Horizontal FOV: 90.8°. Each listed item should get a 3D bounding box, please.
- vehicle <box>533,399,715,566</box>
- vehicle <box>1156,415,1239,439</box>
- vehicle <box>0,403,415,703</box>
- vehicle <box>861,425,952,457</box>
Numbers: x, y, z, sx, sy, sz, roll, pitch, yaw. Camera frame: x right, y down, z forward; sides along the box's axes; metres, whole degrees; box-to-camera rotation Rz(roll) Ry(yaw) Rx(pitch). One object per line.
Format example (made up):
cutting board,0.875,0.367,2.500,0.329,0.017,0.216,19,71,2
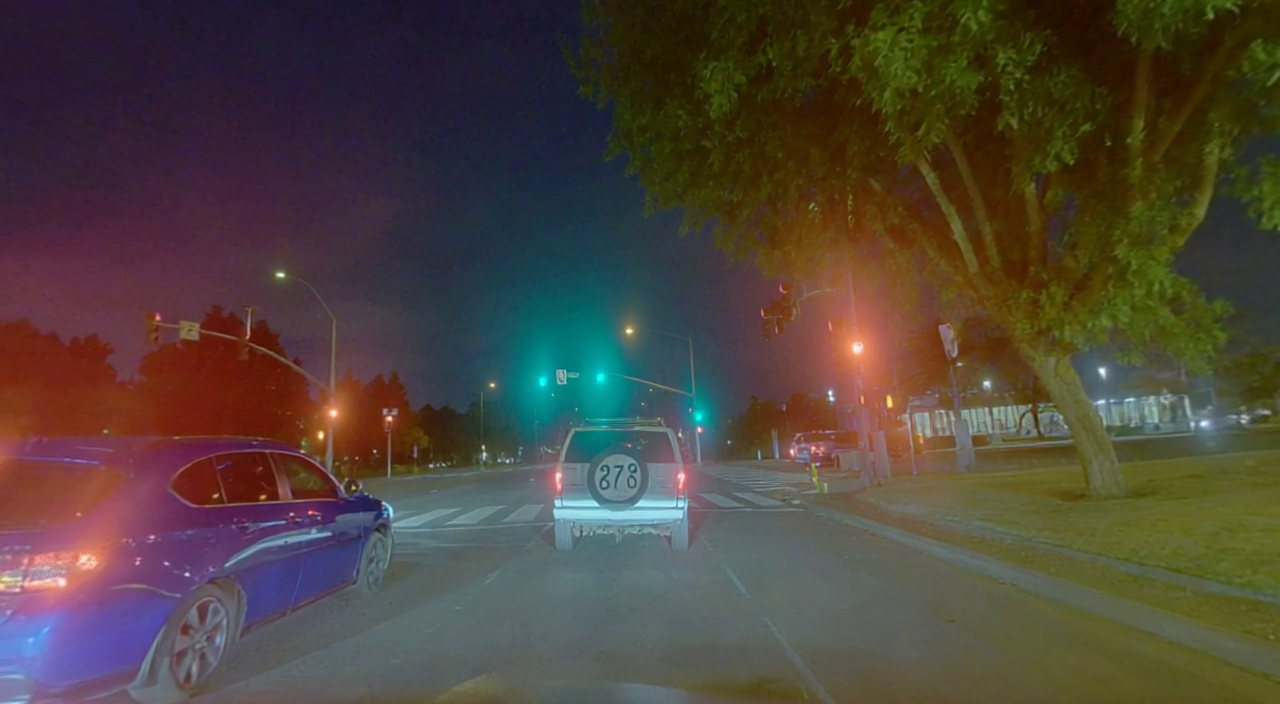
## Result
vehicle,-0.180,1.797,9.374,2.059,1.877,4.249,0,-8,0
vehicle,35.670,4.836,40.435,4.509,1.487,1.915,3,-9,-20
vehicle,-3.380,1.270,4.608,2.011,1.527,4.008,0,-8,-1
vehicle,13.575,4.554,32.258,3.830,1.545,2.006,3,-9,-18
